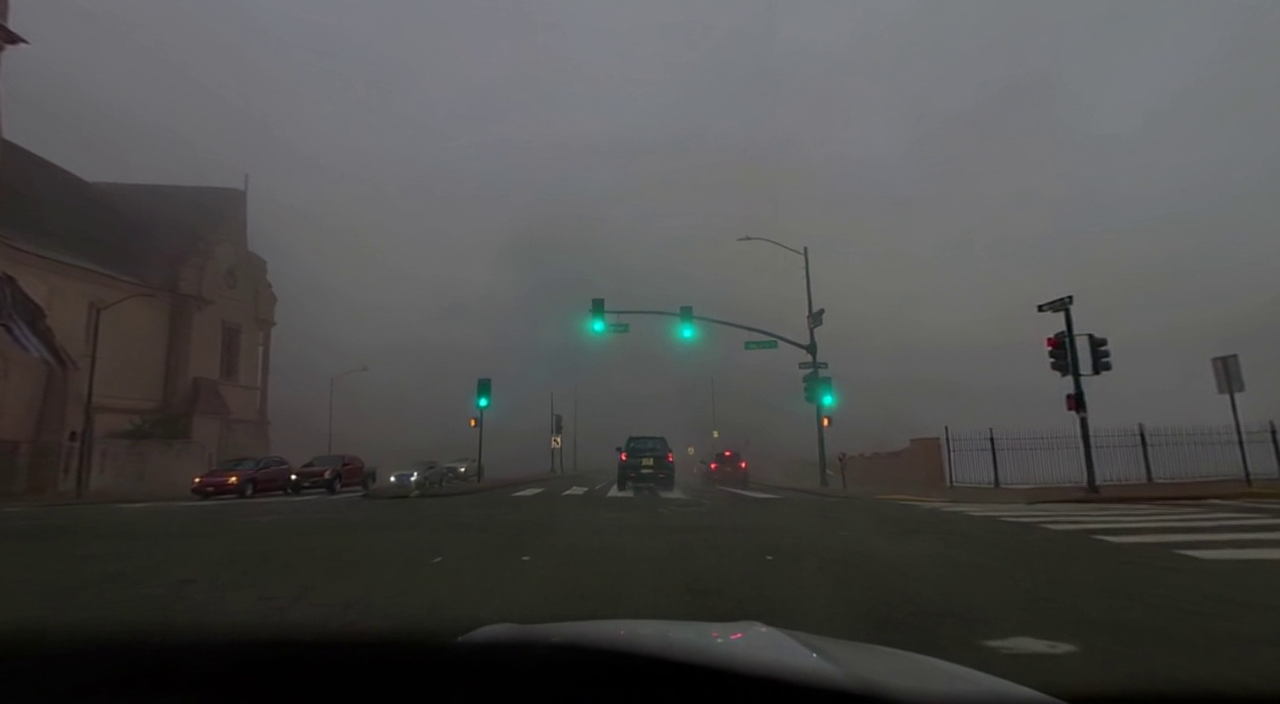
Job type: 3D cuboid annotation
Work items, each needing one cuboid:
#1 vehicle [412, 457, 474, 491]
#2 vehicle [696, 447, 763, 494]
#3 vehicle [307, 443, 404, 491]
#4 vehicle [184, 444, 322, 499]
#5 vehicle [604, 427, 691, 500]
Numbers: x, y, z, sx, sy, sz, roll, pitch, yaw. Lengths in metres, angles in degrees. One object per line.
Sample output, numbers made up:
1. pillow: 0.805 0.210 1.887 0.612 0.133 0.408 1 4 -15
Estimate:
1. vehicle: -11.410 7.049 36.881 2.170 1.746 4.565 0 -9 -1
2. vehicle: 3.709 4.988 27.065 2.080 1.735 4.650 3 -9 0
3. vehicle: -11.832 4.914 26.648 2.069 1.790 4.358 -1 -12 -1
4. vehicle: -14.954 4.738 24.905 1.969 1.896 5.404 -1 -11 0
5. vehicle: 0.160 3.080 17.797 2.168 1.776 4.135 0 -9 -1
